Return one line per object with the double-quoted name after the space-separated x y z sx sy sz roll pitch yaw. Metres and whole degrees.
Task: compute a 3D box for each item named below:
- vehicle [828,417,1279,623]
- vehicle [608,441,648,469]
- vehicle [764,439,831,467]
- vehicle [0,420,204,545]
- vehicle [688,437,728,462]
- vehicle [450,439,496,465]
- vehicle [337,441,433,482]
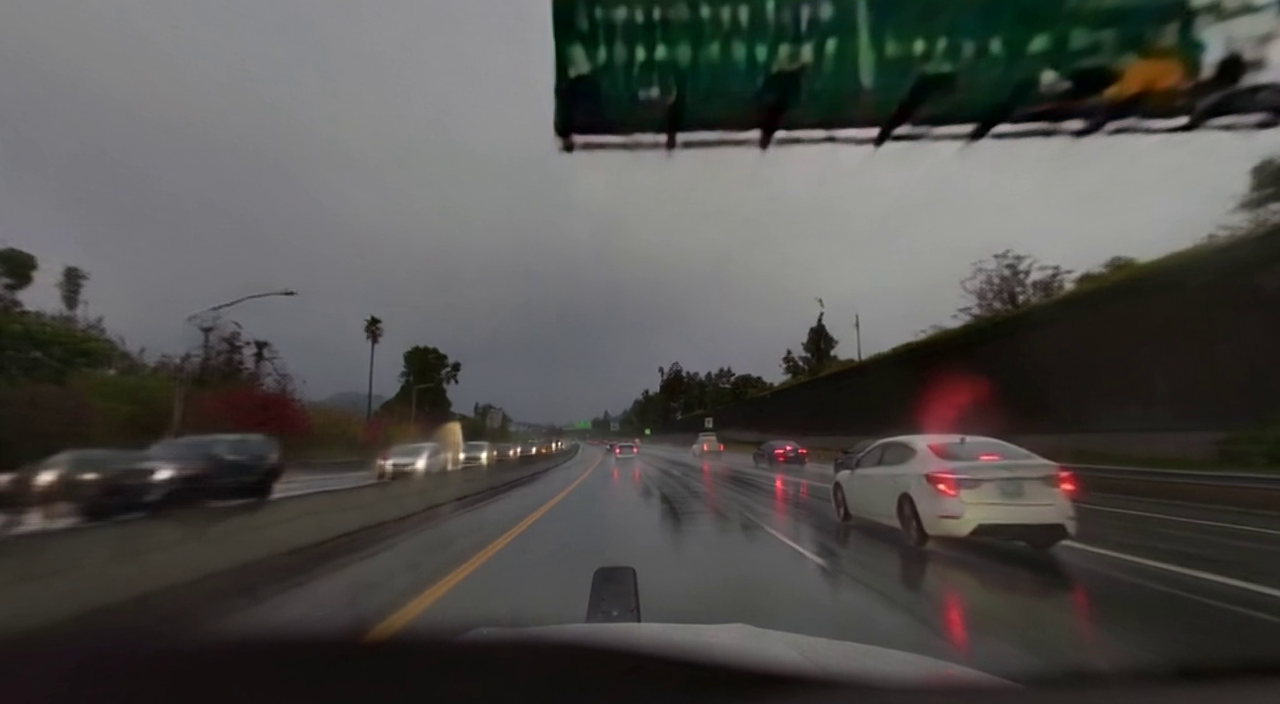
3.804 1.553 6.877 1.972 1.488 4.335 0 -8 -3 "vehicle"
-0.762 5.935 36.764 2.090 1.510 4.280 1 -8 -4 "vehicle"
9.061 5.829 36.733 2.196 1.494 4.735 1 -8 -7 "vehicle"
-10.043 2.109 10.756 2.017 1.735 4.581 0 -8 -2 "vehicle"
4.793 6.945 45.096 2.094 1.652 3.955 1 -8 -6 "vehicle"
-11.158 6.738 42.586 2.113 1.629 4.629 1 -8 -4 "vehicle"
-10.010 4.296 25.248 1.924 1.466 4.808 0 -8 -2 "vehicle"
